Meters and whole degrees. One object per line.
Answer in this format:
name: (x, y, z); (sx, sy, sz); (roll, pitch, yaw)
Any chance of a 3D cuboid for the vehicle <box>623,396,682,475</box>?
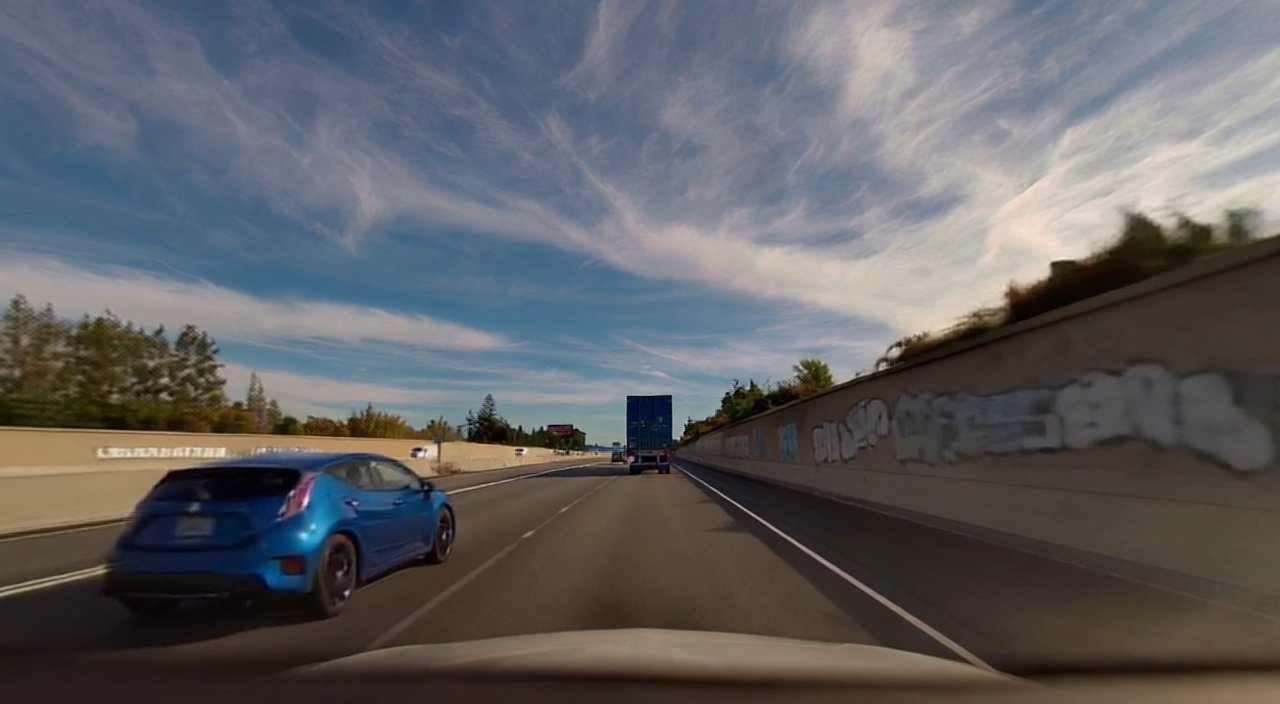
vehicle: (0.618, 5.111, 37.774); (2.997, 4.069, 10.871); (0, -9, 0)
